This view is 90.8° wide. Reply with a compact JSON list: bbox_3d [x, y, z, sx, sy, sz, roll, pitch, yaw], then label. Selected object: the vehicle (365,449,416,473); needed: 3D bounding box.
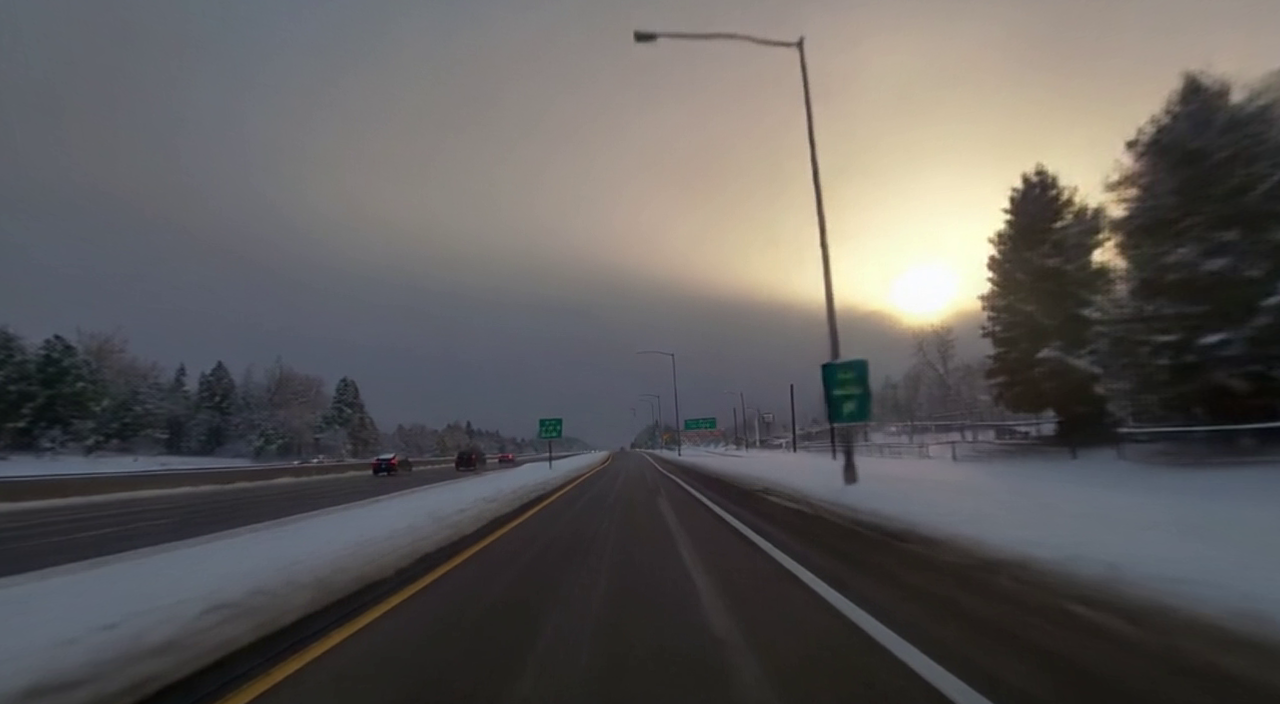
[{"bbox_3d":[-19.015,8.298,48.430,2.126,1.671,5.173,0,-9,-4],"label":"vehicle"}]
